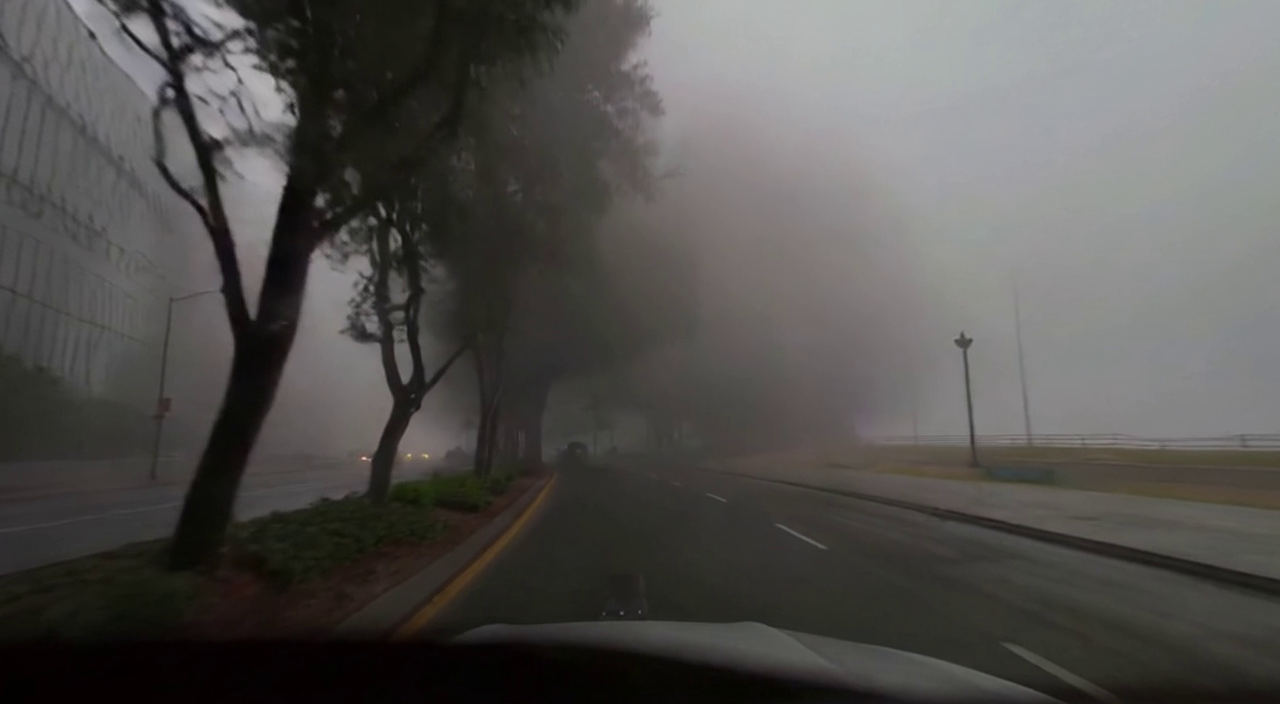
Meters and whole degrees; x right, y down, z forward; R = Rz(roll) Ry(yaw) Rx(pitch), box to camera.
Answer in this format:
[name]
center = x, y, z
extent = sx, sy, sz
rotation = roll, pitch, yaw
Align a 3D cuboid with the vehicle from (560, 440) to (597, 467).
[vehicle]
center = -4.586, 7.405, 46.104
extent = 2.129, 1.816, 4.851
rotation = 2, -8, -12
